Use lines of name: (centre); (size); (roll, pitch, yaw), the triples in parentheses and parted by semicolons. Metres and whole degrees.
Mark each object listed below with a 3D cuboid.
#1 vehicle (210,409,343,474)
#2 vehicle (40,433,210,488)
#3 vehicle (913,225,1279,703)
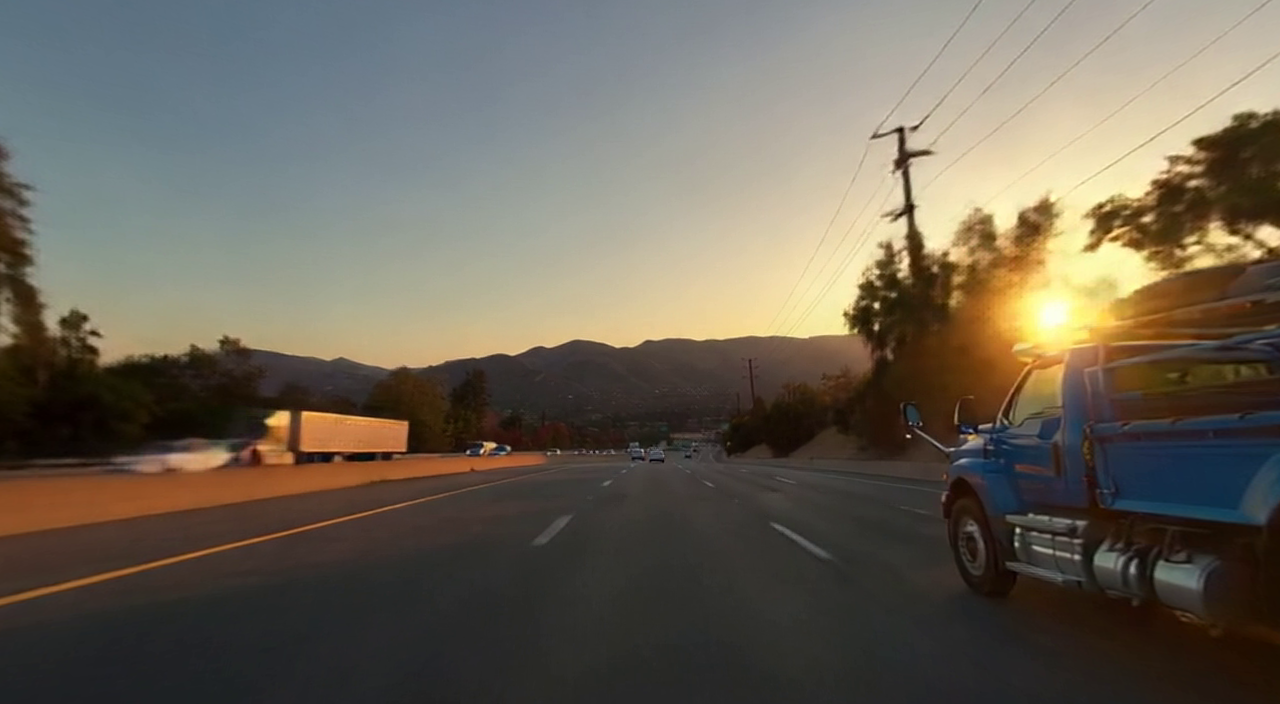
vehicle: (-21.345, 5.383, 37.595); (2.966, 3.493, 7.870); (0, -9, 1)
vehicle: (-17.974, 3.813, 22.298); (1.965, 1.724, 4.640); (0, -9, 2)
vehicle: (3.729, 0.609, 2.200); (2.538, 2.228, 6.370); (0, -9, -1)
